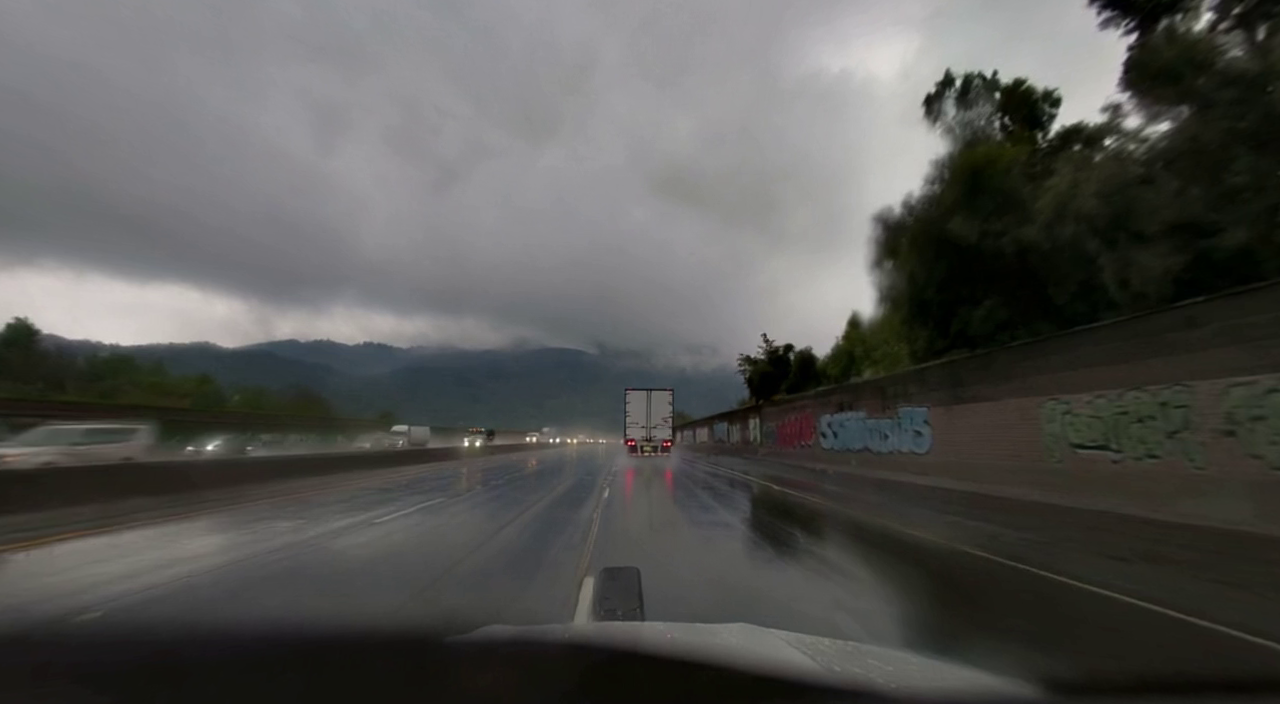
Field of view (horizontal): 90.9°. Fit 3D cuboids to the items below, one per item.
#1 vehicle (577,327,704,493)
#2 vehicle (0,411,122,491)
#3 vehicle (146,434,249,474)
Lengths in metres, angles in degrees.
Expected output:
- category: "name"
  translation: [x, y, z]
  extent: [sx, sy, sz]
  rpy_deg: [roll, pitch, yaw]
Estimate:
- category: "vehicle"
  translation: [-0.169, 1.703, 17.424]
  extent: [2.880, 3.798, 5.927]
  rpy_deg: [0, -8, -4]
- category: "vehicle"
  translation: [-14.387, 2.196, 14.160]
  extent: [1.998, 1.647, 4.170]
  rpy_deg: [0, -8, -2]
- category: "vehicle"
  translation: [-22.344, 5.143, 32.108]
  extent: [2.026, 1.853, 4.642]
  rpy_deg: [0, -8, -2]
